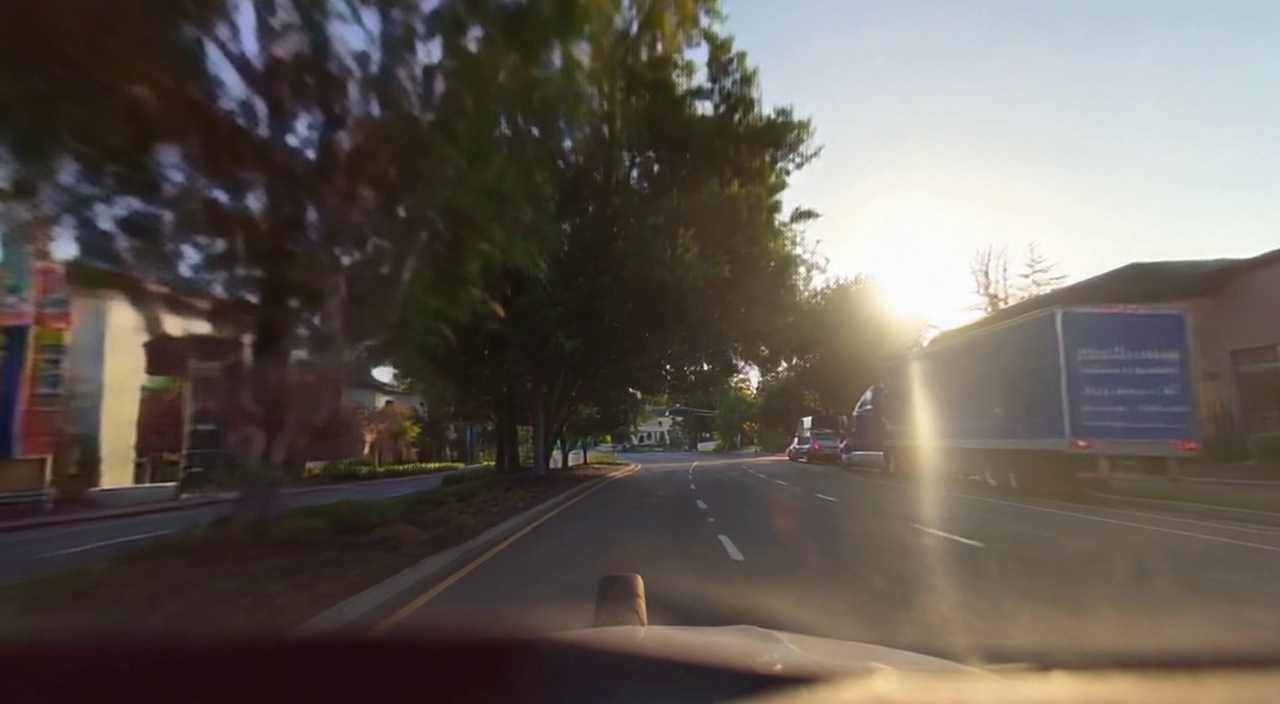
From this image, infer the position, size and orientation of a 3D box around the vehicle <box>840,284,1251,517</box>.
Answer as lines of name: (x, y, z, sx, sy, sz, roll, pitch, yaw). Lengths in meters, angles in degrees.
vehicle: (10.419, 2.146, 20.848, 2.907, 4.439, 17.681, 0, -8, 3)
